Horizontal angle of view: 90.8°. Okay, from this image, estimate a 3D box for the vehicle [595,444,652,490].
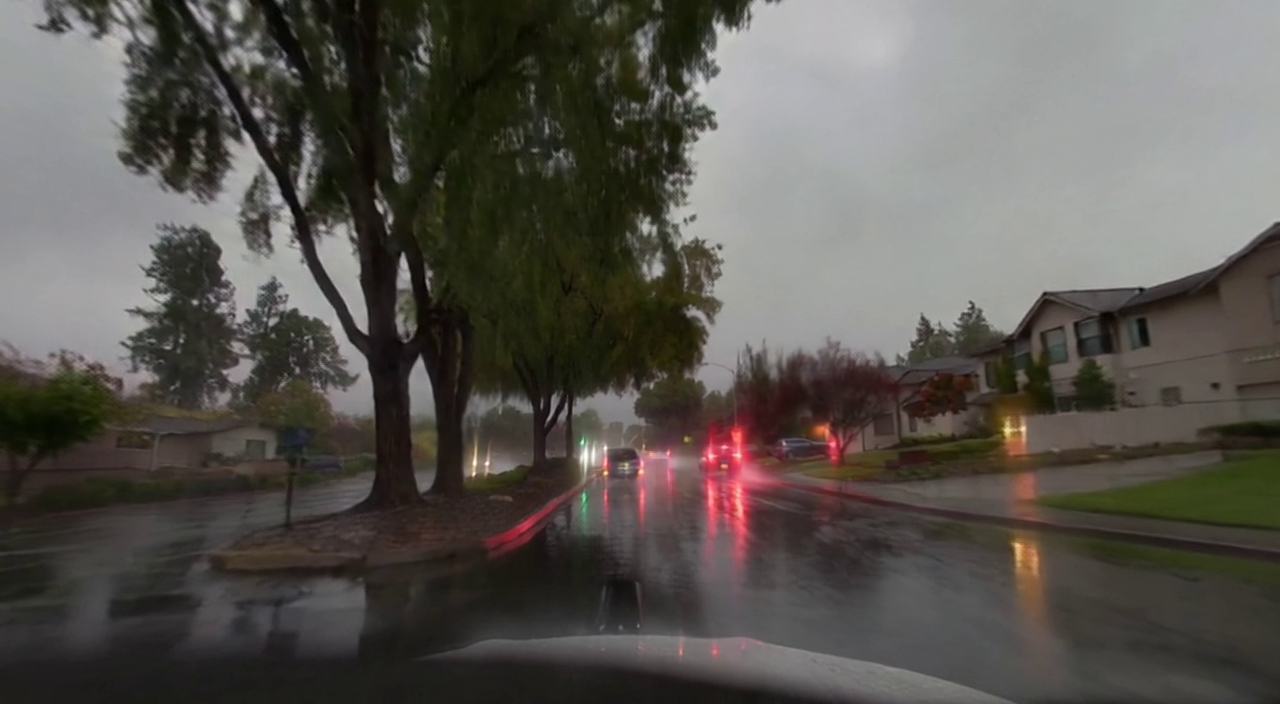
[{"bbox_3d":[-0.603,4.494,25.053,2.106,1.655,3.717,0,-8,0],"label":"vehicle"}]

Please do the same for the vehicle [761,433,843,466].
[{"bbox_3d":[10.945,6.643,43.054,4.919,1.886,2.086,-3,-9,1],"label":"vehicle"}]

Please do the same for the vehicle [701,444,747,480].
[{"bbox_3d":[4.381,5.797,33.597,2.045,1.776,4.851,0,-8,3],"label":"vehicle"}]
